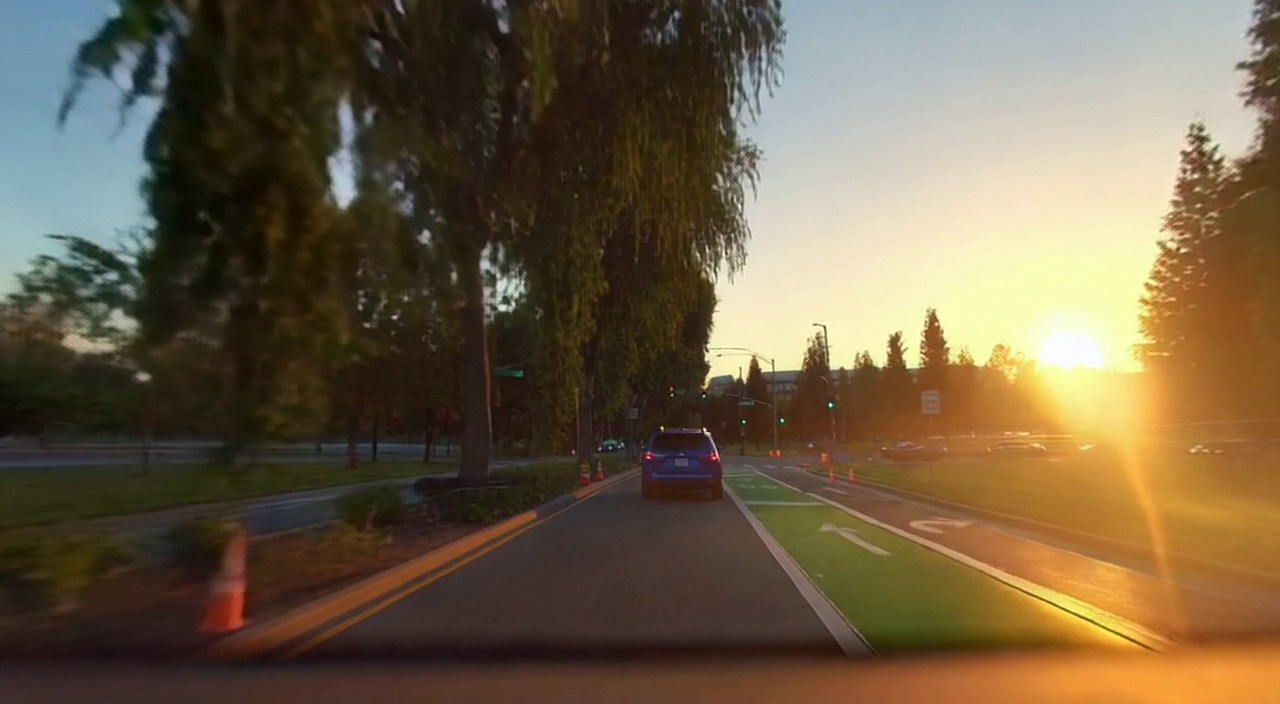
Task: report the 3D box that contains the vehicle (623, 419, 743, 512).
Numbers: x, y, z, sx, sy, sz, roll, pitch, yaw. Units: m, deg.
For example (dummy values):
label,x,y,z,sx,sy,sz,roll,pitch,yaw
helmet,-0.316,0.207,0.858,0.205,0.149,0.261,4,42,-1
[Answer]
label,x,y,z,sx,sy,sz,roll,pitch,yaw
vehicle,0.978,2.540,14.663,2.339,1.790,4.629,0,-8,4
